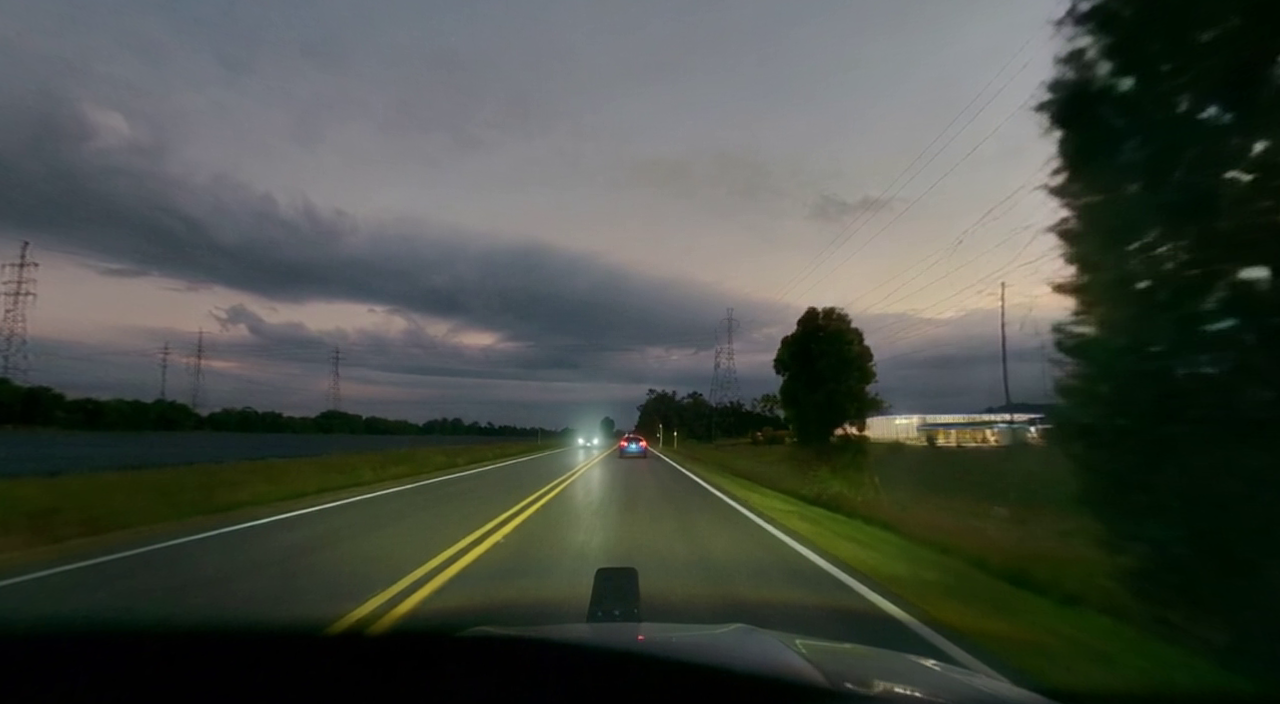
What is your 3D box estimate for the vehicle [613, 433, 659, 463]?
[{"bbox_3d":[-0.231,4.982,33.057,2.241,1.471,3.829,0,-8,-1],"label":"vehicle"}]
